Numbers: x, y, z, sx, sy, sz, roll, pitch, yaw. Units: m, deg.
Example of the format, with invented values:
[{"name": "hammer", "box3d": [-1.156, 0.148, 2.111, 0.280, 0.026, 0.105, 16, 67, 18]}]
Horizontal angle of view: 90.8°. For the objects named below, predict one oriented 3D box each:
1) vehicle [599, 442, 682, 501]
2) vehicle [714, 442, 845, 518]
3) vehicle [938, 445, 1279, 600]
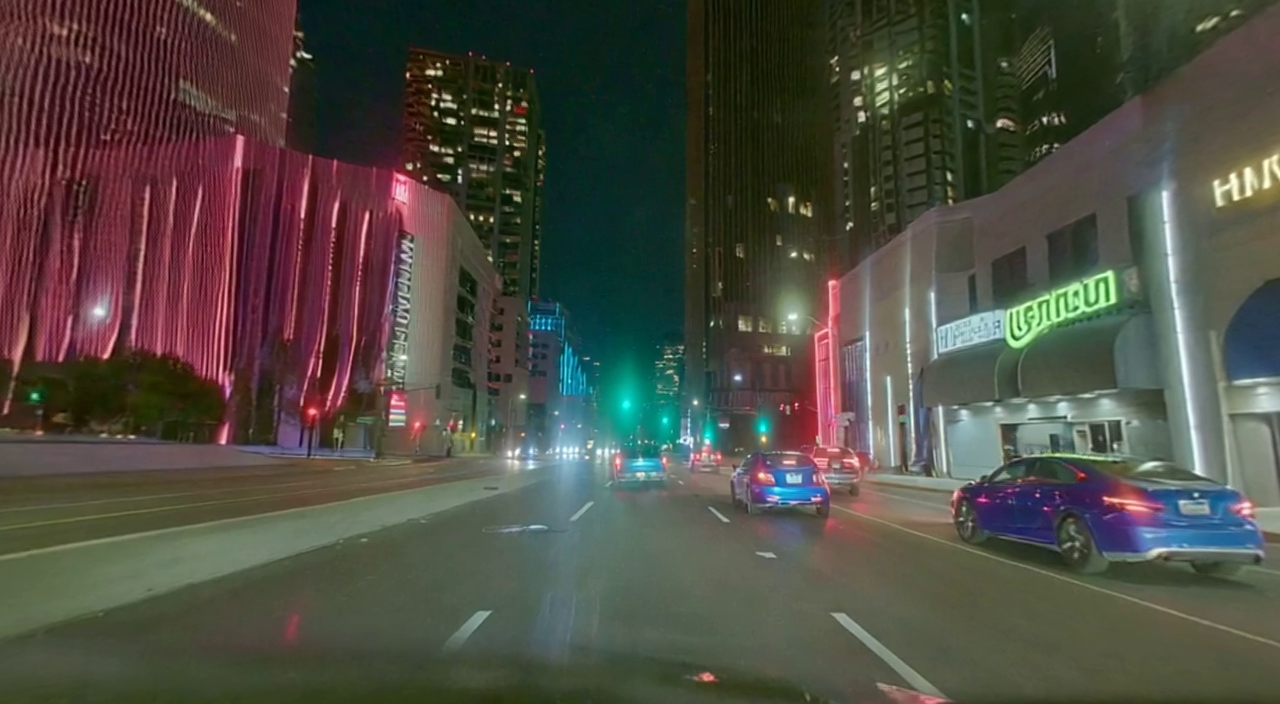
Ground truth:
[{"name": "vehicle", "box3d": [0.009, 3.332, 18.086, 2.096, 1.457, 4.160, 0, -8, 0]}, {"name": "vehicle", "box3d": [3.023, 2.857, 14.733, 1.987, 1.484, 4.427, 0, -8, -1]}, {"name": "vehicle", "box3d": [6.151, 2.018, 8.545, 1.914, 1.484, 4.639, 0, -8, -1]}]
